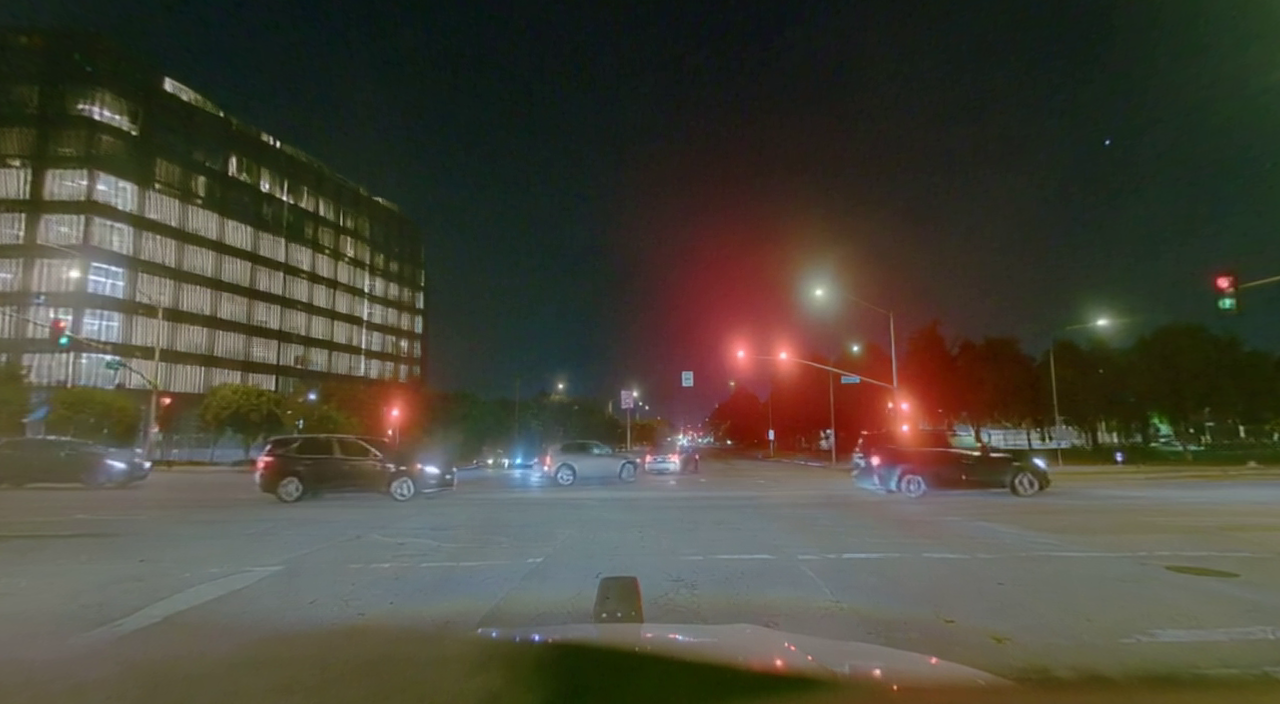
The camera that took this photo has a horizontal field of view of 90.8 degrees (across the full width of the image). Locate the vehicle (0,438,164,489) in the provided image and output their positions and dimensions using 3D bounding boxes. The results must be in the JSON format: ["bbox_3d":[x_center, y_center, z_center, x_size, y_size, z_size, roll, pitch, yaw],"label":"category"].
[{"bbox_3d":[-17.750,3.399,19.422,4.424,1.454,2.043,1,-8,-5],"label":"vehicle"}]

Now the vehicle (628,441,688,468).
[{"bbox_3d":[1.196,6.325,39.157,1.976,1.505,5.084,-4,-9,22],"label":"vehicle"}]

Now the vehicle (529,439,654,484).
[{"bbox_3d":[-1.841,4.171,24.384,4.397,1.569,1.955,5,-10,-31],"label":"vehicle"}]

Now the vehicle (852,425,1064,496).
[{"bbox_3d":[9.476,3.247,19.181,5.101,1.940,2.468,1,-8,-7],"label":"vehicle"}]

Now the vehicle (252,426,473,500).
[{"bbox_3d":[-7.202,2.920,16.949,4.923,1.800,2.153,1,-8,-5],"label":"vehicle"}]
